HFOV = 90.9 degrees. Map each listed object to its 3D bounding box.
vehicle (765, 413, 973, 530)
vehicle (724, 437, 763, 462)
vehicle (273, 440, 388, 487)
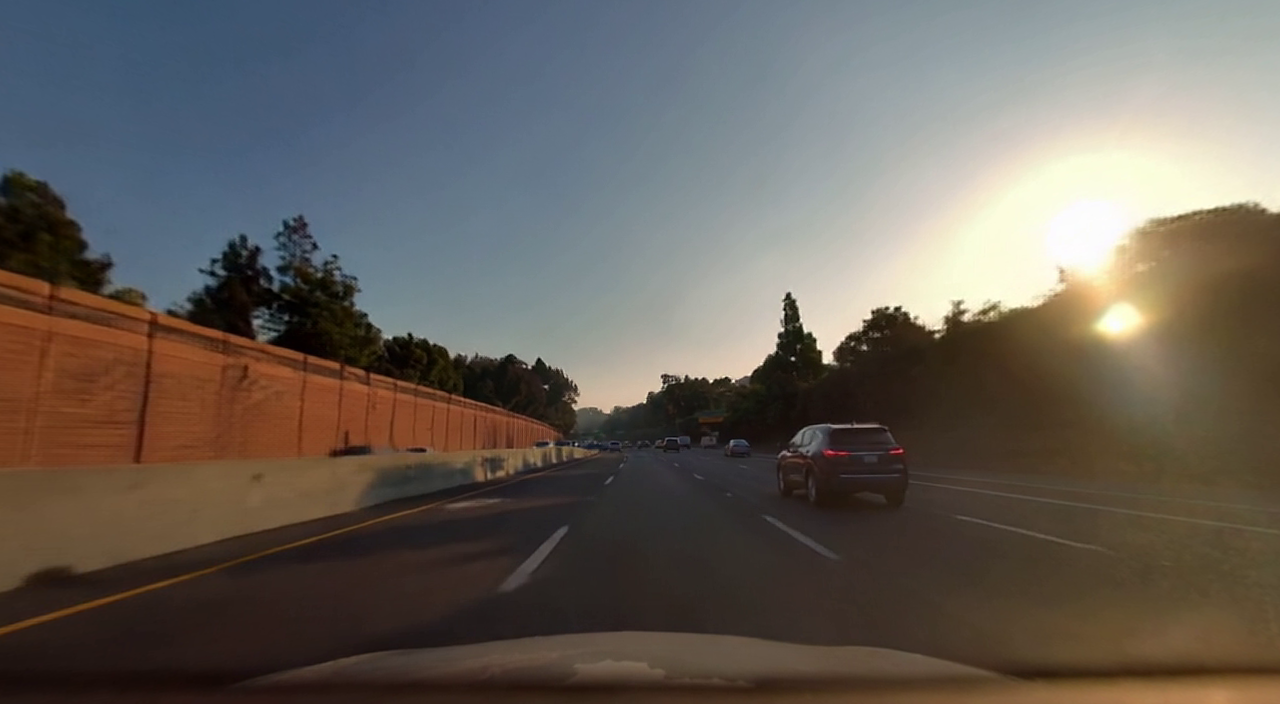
[{"bbox_3d":[4.011,2.192,12.133,2.190,1.783,4.637,0,-8,-1],"label":"vehicle"},{"bbox_3d":[7.824,7.394,48.099,2.066,1.795,4.674,0,-8,-1],"label":"vehicle"},{"bbox_3d":[-10.831,3.925,22.495,1.829,1.484,4.385,0,-8,1],"label":"vehicle"}]
